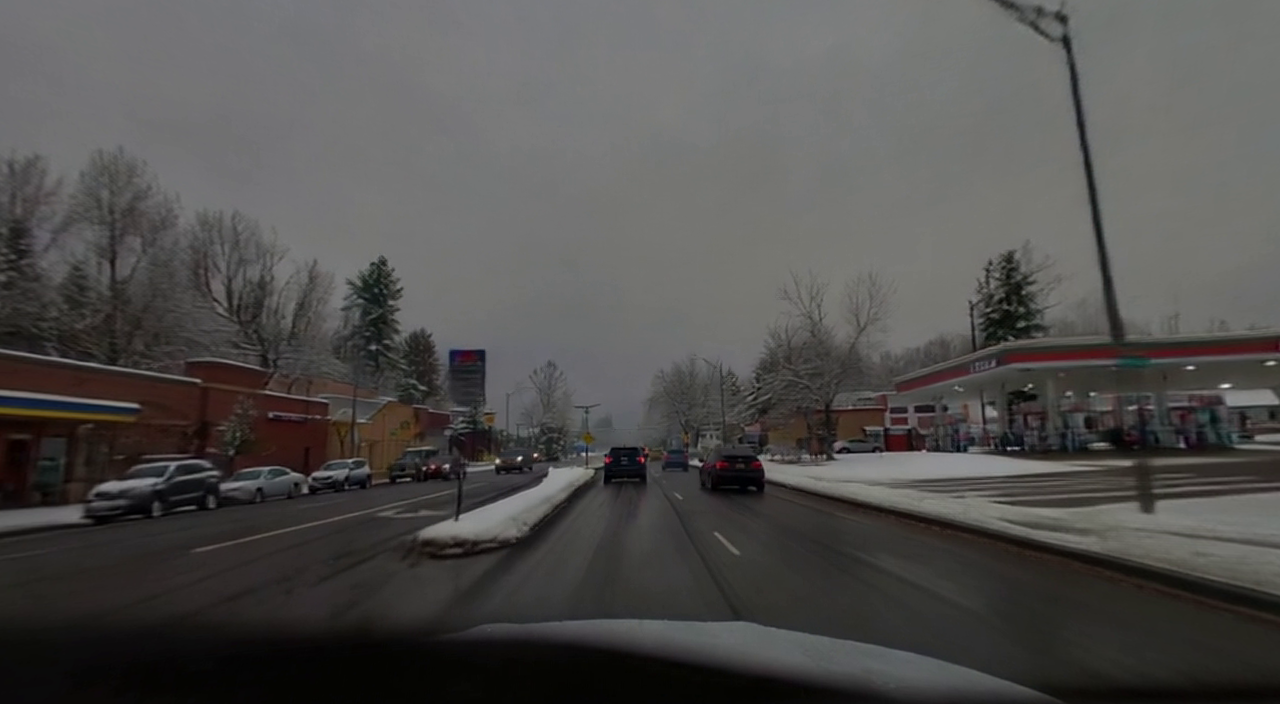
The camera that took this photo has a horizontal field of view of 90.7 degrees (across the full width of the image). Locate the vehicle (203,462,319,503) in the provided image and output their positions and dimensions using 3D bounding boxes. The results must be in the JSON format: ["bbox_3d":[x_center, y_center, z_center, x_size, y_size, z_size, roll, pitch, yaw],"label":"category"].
[{"bbox_3d":[-15.600,5.361,26.379,1.871,1.452,4.579,-1,-9,2],"label":"vehicle"}]

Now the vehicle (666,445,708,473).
[{"bbox_3d":[2.744,6.397,37.971,2.098,1.527,3.966,0,-9,-2],"label":"vehicle"}]

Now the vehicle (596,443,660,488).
[{"bbox_3d":[-0.460,4.317,24.390,2.232,1.508,4.319,0,-9,-1],"label":"vehicle"}]

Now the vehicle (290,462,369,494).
[{"bbox_3d":[-15.497,6.288,31.875,1.711,1.351,4.565,-1,-9,-1],"label":"vehicle"}]

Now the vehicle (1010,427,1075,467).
[{"bbox_3d":[18.560,4.422,29.357,1.937,1.691,4.746,-5,-10,26],"label":"vehicle"}]

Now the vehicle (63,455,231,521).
[{"bbox_3d":[-15.603,4.276,20.410,1.979,1.819,4.308,0,-9,-2],"label":"vehicle"}]

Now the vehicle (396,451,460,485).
[{"bbox_3d":[-11.260,6.163,33.961,1.997,1.677,4.327,-1,-9,-1],"label":"vehicle"}]

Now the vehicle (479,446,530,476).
[{"bbox_3d":[-8.544,6.899,40.206,2.273,1.748,4.379,-1,-9,0],"label":"vehicle"}]

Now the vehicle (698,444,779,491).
[{"bbox_3d":[3.337,3.999,22.233,2.060,1.471,4.168,0,-9,-2],"label":"vehicle"}]
